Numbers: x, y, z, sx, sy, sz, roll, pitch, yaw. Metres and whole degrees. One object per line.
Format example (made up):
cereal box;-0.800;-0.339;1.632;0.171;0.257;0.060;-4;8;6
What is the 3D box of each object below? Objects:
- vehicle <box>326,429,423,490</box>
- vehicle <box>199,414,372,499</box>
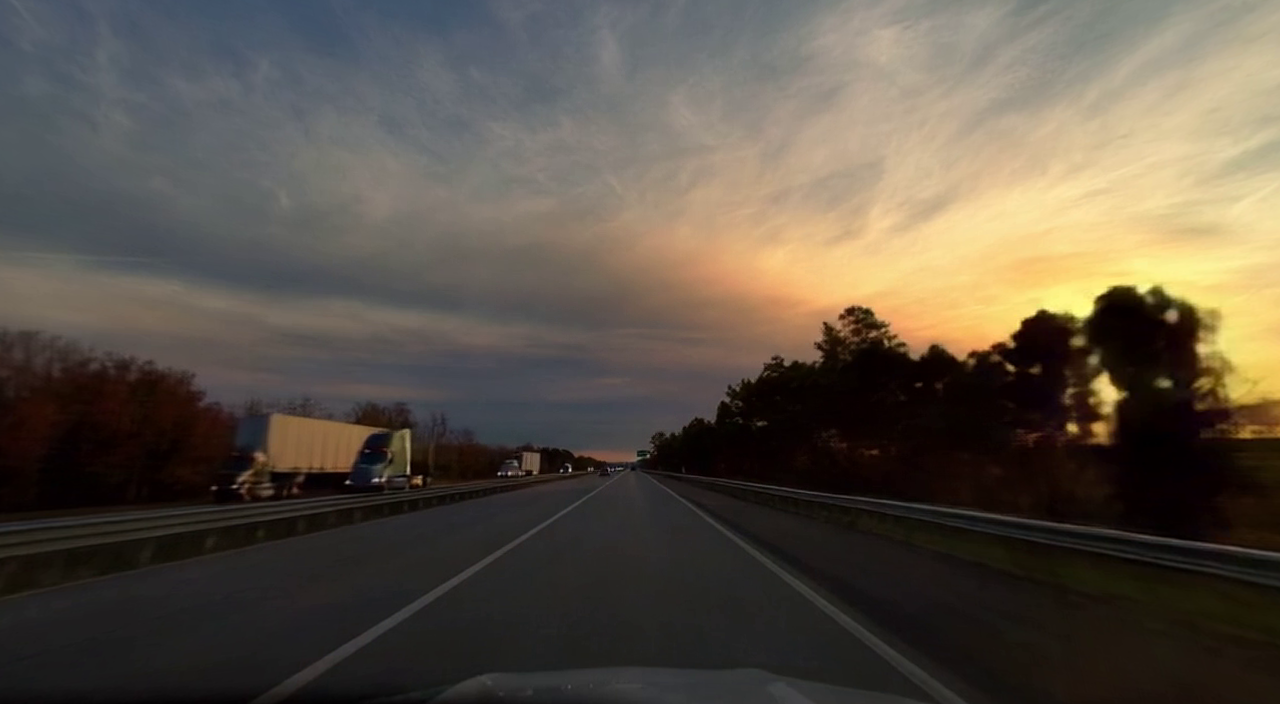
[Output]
vehicle;-17.354;7.209;41.996;2.816;3.554;8.526;1;-11;-1
vehicle;-17.200;5.350;31.865;2.952;3.556;10.027;1;-11;-1
